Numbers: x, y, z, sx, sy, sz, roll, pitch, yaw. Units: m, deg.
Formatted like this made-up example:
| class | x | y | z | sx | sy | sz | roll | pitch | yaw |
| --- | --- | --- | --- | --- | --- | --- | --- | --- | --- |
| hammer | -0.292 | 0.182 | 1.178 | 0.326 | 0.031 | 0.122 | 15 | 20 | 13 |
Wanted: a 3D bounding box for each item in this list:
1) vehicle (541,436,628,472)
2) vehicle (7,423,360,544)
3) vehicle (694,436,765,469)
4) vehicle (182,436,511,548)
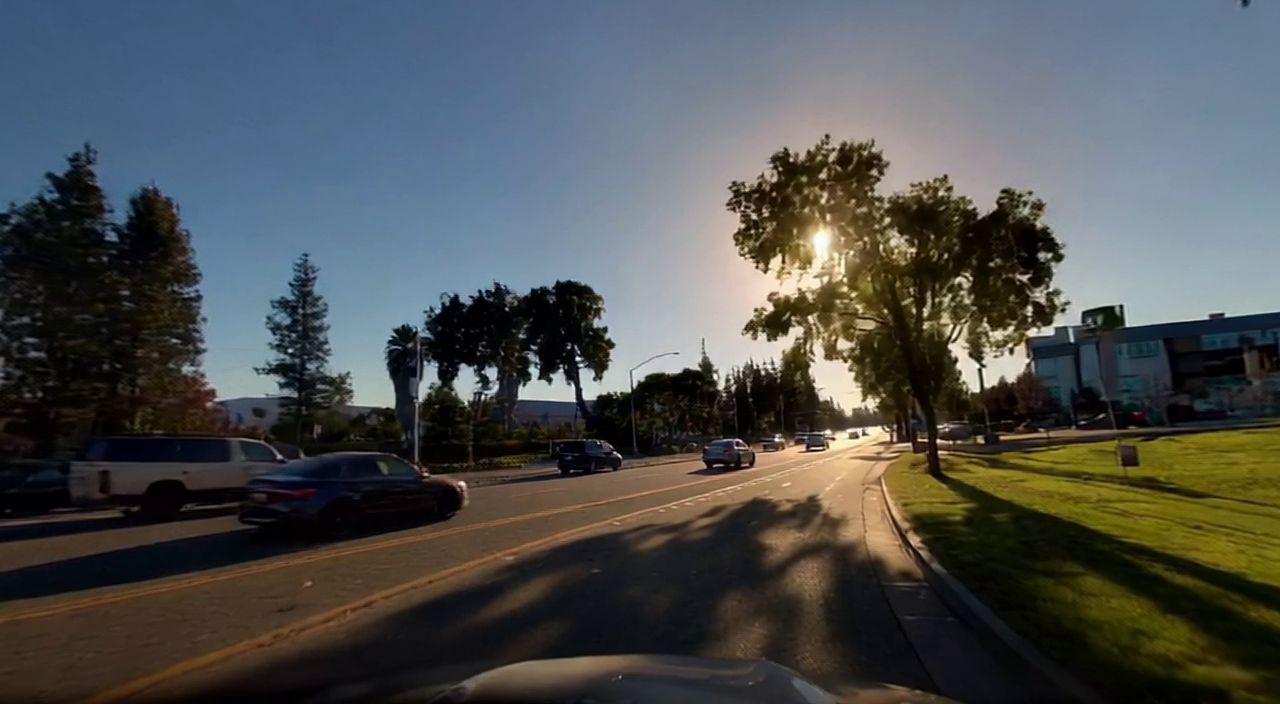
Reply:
| class | x | y | z | sx | sy | sz | roll | pitch | yaw |
| --- | --- | --- | --- | --- | --- | --- | --- | --- | --- |
| vehicle | -2.964 | 5.613 | 34.714 | 2.506 | 1.718 | 4.822 | -7 | -11 | 27 |
| vehicle | -7.835 | 2.314 | 11.519 | 2.050 | 1.695 | 4.677 | -6 | -11 | 26 |
| vehicle | 4.525 | 5.028 | 31.470 | 1.984 | 1.482 | 4.482 | -5 | -11 | 29 |
| vehicle | -4.684 | 2.273 | 10.965 | 2.056 | 1.442 | 4.725 | -4 | -10 | 31 |
